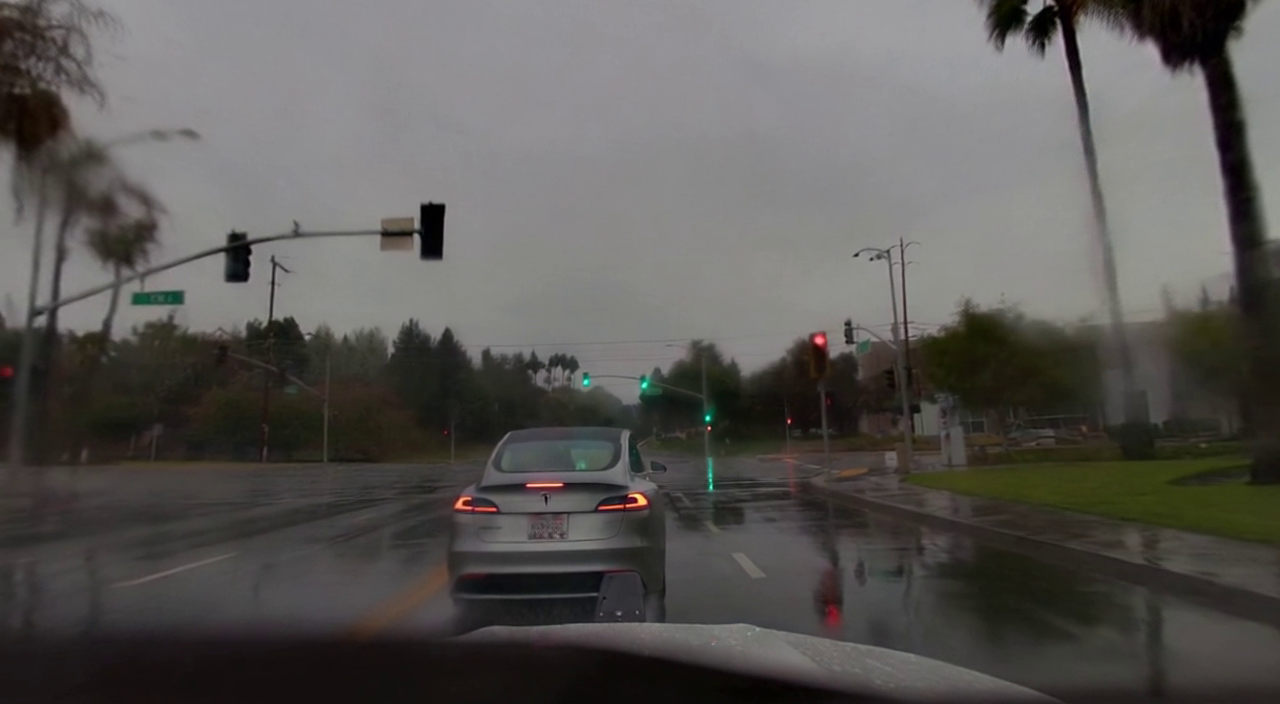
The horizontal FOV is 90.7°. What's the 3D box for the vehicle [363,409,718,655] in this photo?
[{"bbox_3d":[-0.625,1.412,6.039,2.152,1.478,4.229,0,-8,-1],"label":"vehicle"}]
